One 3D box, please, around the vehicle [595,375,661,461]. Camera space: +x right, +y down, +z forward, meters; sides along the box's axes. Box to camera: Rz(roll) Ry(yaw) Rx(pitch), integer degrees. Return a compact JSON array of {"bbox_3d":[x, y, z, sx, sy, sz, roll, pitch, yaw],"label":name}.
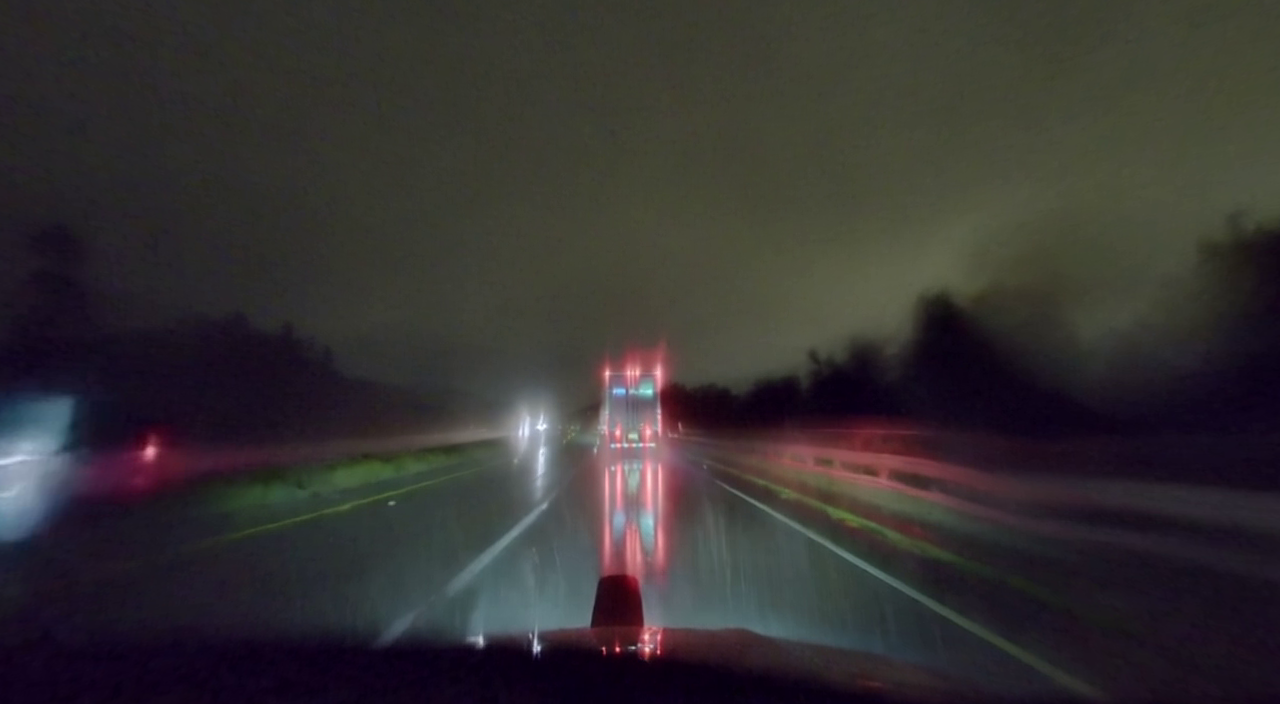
[{"bbox_3d":[-0.751,3.760,34.422,3.023,3.965,10.402,0,-8,-2],"label":"vehicle"}]
